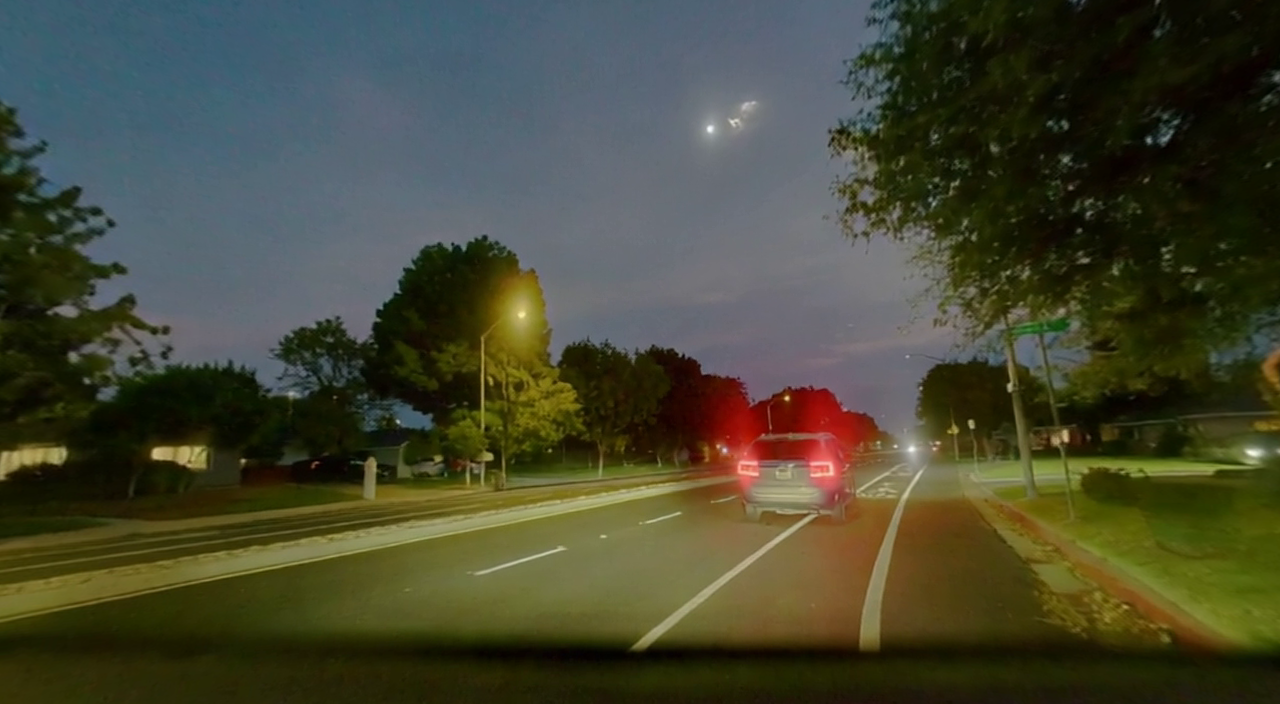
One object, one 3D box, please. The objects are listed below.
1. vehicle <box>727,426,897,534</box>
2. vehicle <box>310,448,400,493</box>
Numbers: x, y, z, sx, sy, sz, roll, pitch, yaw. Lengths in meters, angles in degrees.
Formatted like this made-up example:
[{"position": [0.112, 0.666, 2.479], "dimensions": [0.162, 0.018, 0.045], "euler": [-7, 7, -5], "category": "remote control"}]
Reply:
[{"position": [3.633, 2.438, 12.664], "dimensions": [2.018, 1.733, 4.546], "euler": [-6, -10, 31], "category": "vehicle"}, {"position": [-18.496, 7.683, 41.222], "dimensions": [2.329, 2.631, 5.560], "euler": [-5, -10, 15], "category": "vehicle"}]
